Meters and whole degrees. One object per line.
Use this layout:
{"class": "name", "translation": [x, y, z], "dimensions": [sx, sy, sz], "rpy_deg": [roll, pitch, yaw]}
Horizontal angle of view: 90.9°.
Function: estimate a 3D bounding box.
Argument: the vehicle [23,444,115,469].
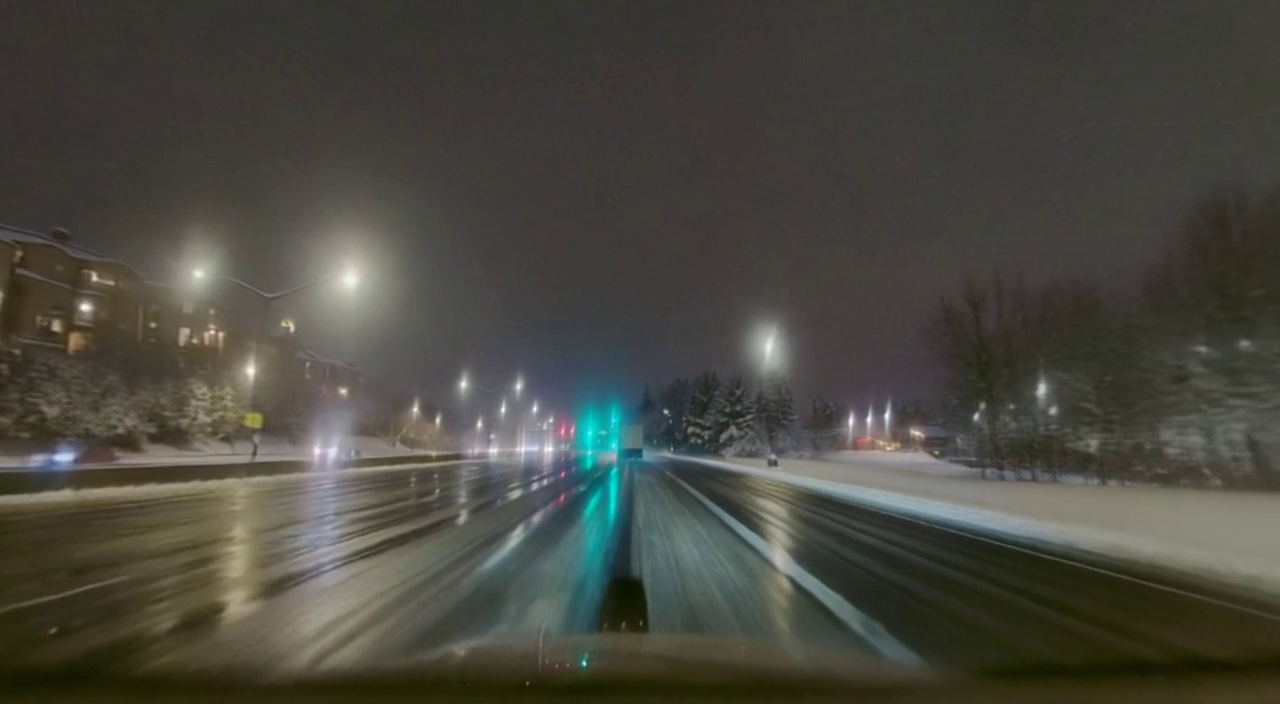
{"class": "vehicle", "translation": [-36.833, 6.727, 40.833], "dimensions": [1.788, 1.473, 4.505], "rpy_deg": [0, -8, -1]}
